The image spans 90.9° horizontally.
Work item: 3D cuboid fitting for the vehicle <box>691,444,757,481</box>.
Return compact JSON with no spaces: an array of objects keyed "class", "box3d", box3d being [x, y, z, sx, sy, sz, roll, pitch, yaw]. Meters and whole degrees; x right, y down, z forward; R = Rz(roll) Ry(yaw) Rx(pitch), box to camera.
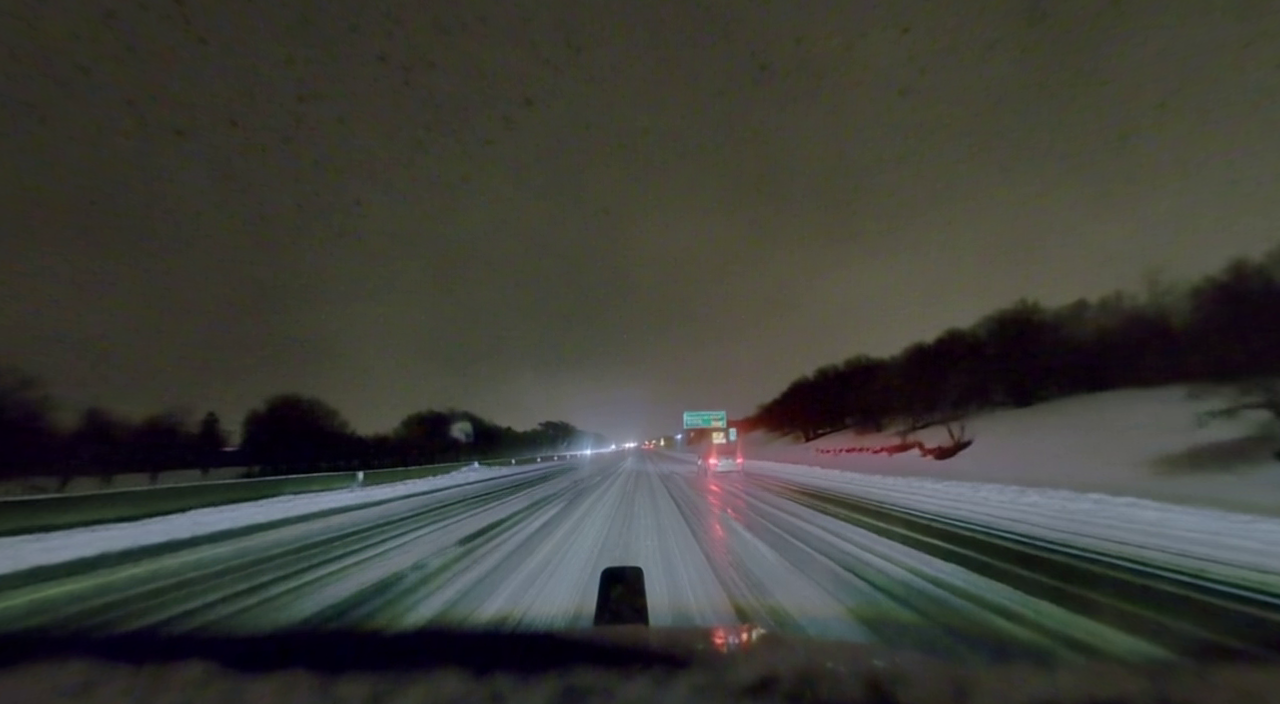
[{"class":"vehicle","box3d":[3.511,4.726,27.375,2.193,1.462,4.533,0,-8,-1]}]
